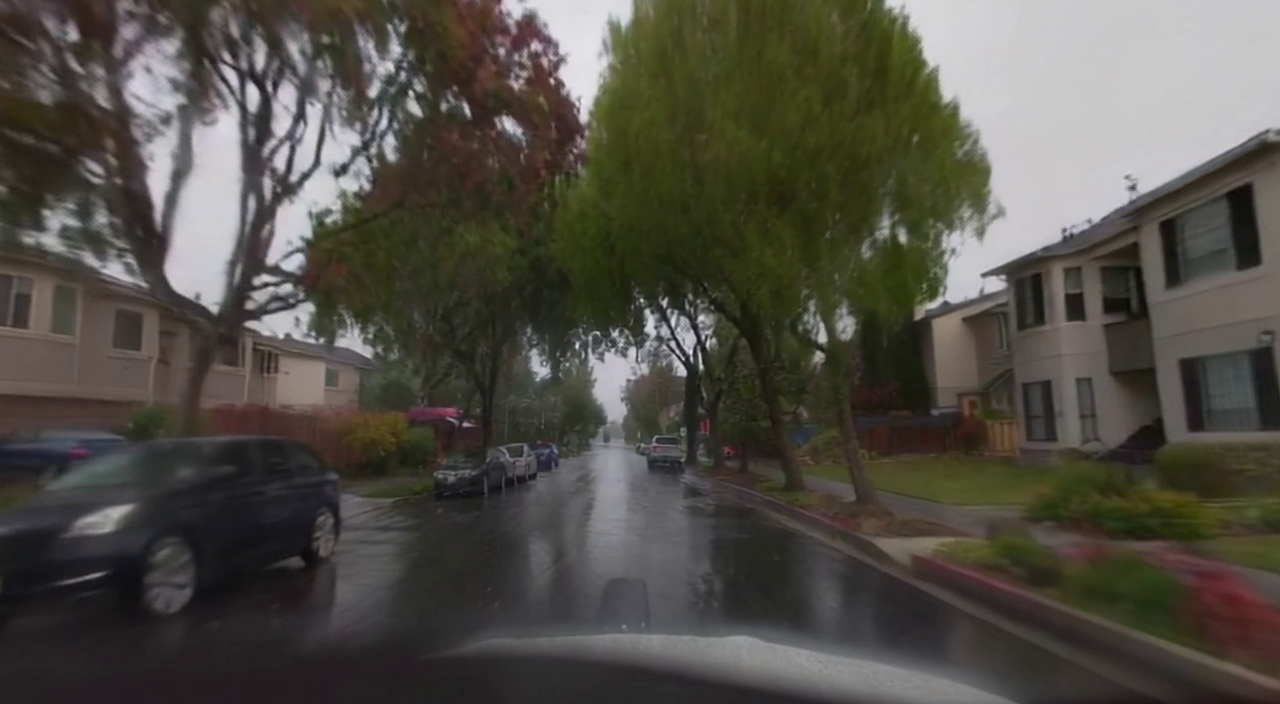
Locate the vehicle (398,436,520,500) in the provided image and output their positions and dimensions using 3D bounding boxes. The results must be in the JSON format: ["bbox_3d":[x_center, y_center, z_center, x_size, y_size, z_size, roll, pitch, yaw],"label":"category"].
[{"bbox_3d":[-4.846,3.158,17.679,2.086,1.493,4.582,-1,-8,0],"label":"vehicle"}]

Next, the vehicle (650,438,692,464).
[{"bbox_3d":[1.845,6.065,38.917,2.000,1.456,5.251,1,-8,-4],"label":"vehicle"}]

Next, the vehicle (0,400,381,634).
[{"bbox_3d":[-4.671,1.548,6.857,1.974,1.664,4.539,0,-9,-3],"label":"vehicle"}]

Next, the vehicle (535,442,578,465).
[{"bbox_3d":[-5.092,6.203,38.885,1.995,1.330,4.080,0,-8,1],"label":"vehicle"}]
